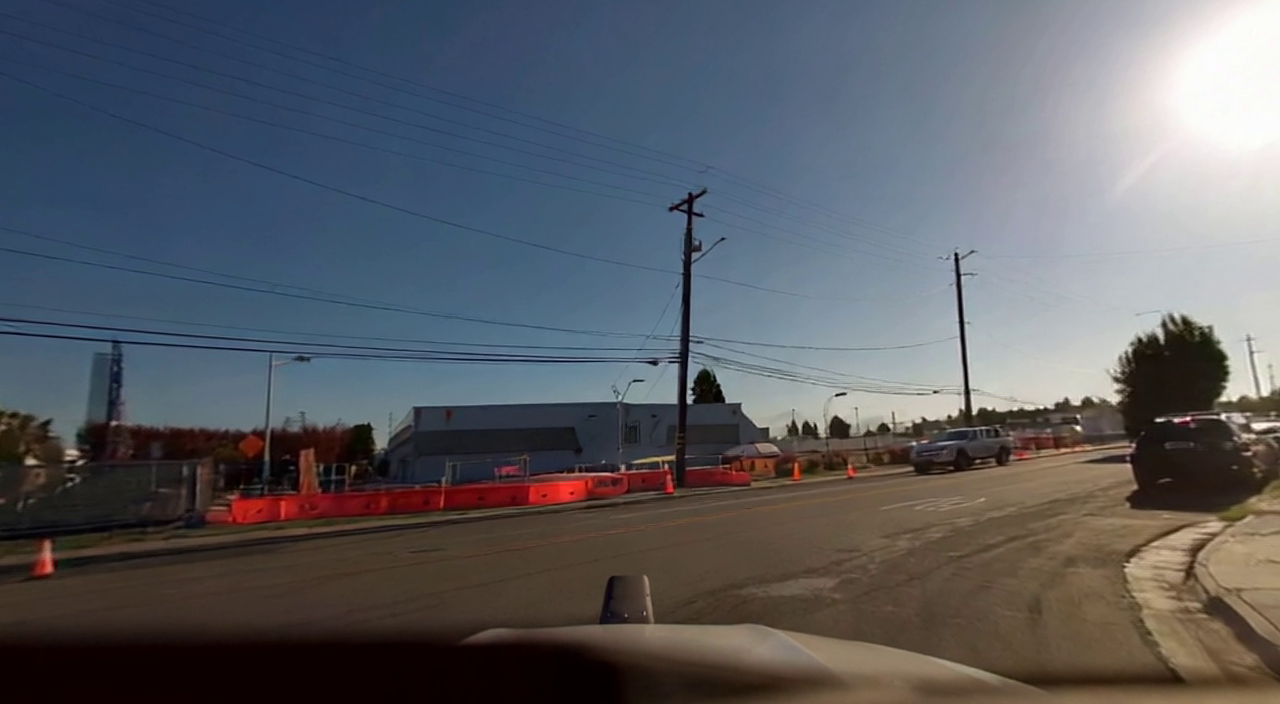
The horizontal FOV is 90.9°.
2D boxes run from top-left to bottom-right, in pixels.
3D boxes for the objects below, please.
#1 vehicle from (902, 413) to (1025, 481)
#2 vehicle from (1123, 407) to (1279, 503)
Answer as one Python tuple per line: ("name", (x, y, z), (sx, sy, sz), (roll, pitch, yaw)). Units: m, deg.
("vehicle", (17.495, 5.100, 33.818), (8.300, 3.218, 2.790), (8, -13, -41))
("vehicle", (13.701, 2.419, 15.060), (4.781, 1.897, 2.447), (8, -12, -42))
